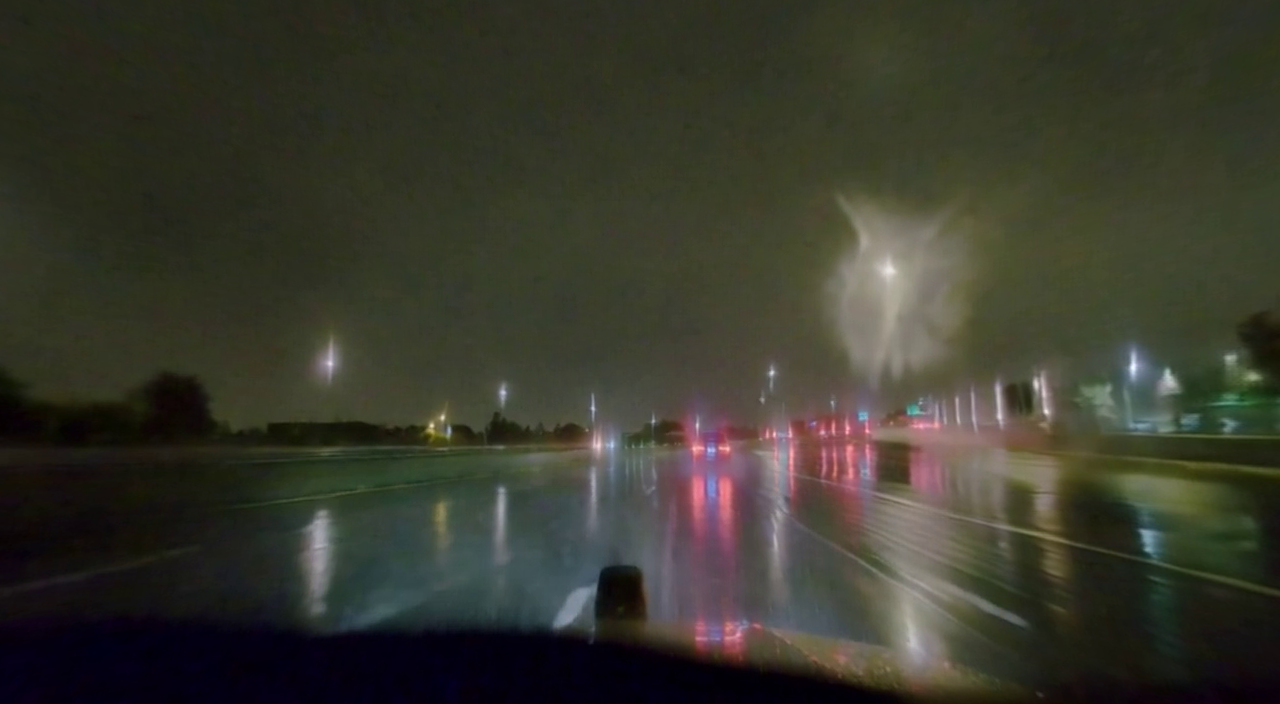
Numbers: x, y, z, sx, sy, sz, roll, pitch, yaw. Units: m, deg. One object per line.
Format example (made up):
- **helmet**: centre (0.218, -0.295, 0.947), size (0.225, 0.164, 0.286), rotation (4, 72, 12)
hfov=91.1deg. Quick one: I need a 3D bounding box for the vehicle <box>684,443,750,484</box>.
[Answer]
- **vehicle**: centre (2.849, 4.235, 24.307), size (2.124, 1.405, 4.398), rotation (0, -8, 2)
